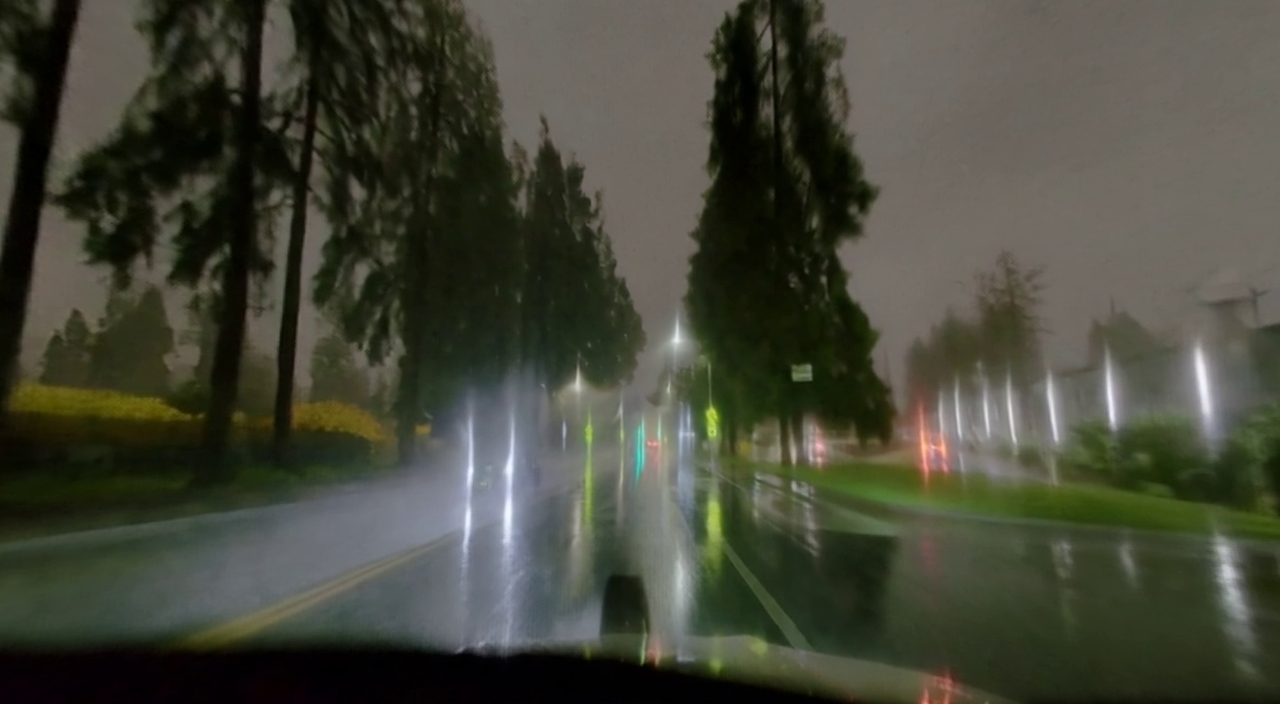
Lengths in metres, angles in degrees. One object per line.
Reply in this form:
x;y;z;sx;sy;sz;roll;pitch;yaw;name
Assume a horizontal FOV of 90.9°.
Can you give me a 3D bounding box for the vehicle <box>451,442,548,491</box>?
-4.310;3.553;20.015;1.923;1.366;3.965;-1;-8;4;vehicle
